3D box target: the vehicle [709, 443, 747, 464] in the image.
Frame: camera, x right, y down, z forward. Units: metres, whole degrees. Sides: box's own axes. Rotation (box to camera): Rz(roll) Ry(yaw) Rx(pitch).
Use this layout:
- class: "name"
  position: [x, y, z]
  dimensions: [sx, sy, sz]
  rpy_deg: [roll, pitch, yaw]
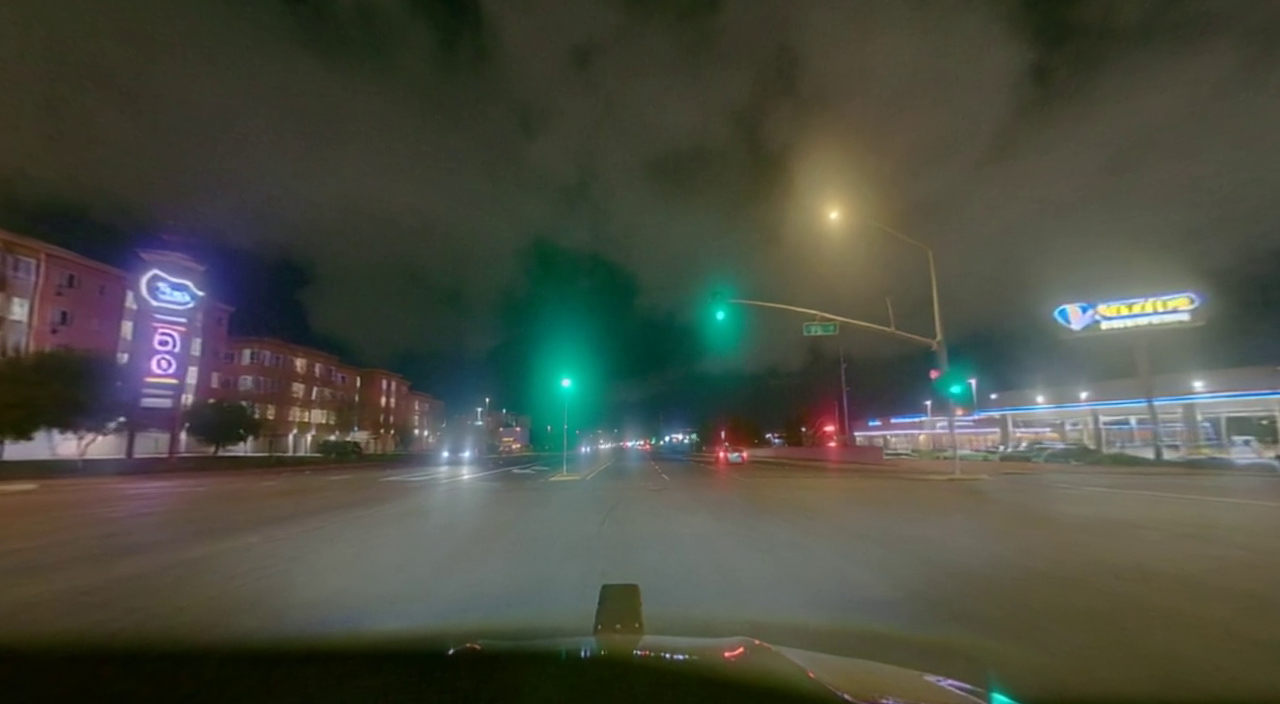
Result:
- class: "vehicle"
  position: [6.154, 7.162, 44.685]
  dimensions: [1.916, 1.437, 4.327]
  rpy_deg: [1, -9, -3]
